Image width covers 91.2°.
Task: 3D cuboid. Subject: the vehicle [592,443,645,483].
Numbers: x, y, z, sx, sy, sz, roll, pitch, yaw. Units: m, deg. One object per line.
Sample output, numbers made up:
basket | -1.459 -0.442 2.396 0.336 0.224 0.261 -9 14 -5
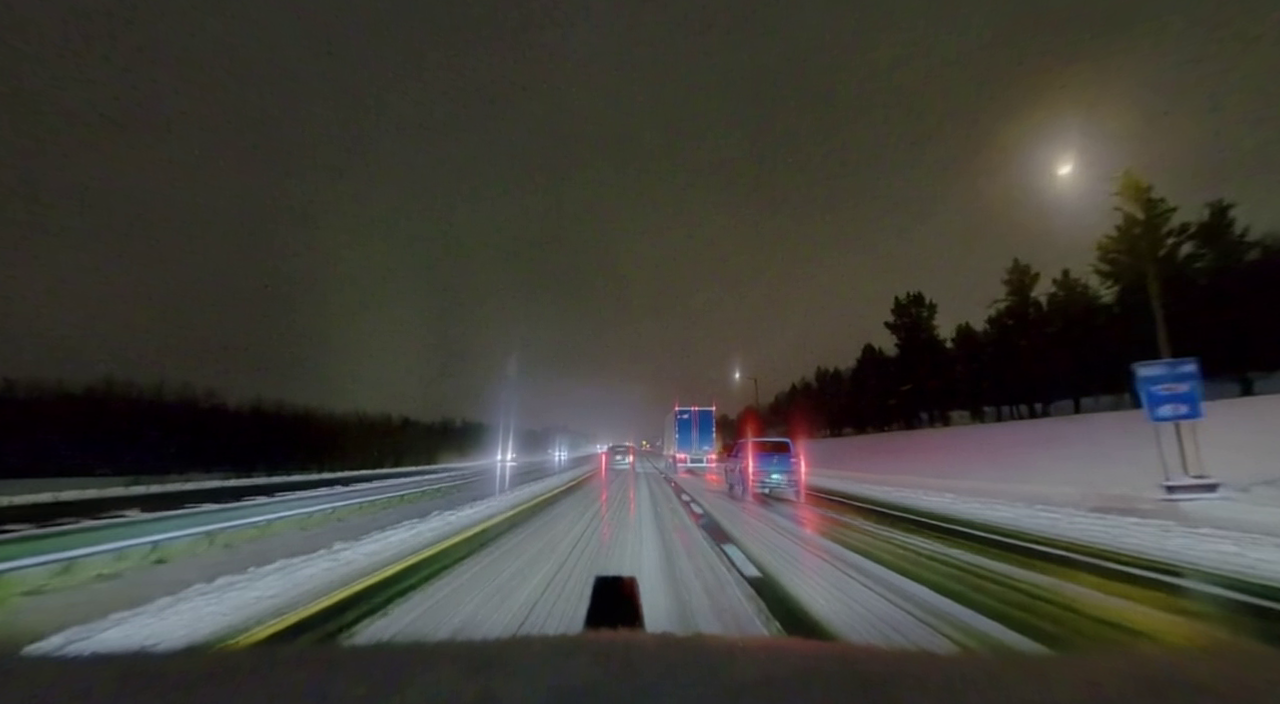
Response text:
vehicle | -0.915 4.971 28.358 2.181 1.653 4.691 0 -9 0

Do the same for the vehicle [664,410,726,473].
vehicle | 3.559 6.297 43.833 3.143 3.880 10.117 0 -9 -2

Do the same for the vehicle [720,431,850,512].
vehicle | 3.385 2.907 15.665 2.230 1.715 4.243 0 -9 0
